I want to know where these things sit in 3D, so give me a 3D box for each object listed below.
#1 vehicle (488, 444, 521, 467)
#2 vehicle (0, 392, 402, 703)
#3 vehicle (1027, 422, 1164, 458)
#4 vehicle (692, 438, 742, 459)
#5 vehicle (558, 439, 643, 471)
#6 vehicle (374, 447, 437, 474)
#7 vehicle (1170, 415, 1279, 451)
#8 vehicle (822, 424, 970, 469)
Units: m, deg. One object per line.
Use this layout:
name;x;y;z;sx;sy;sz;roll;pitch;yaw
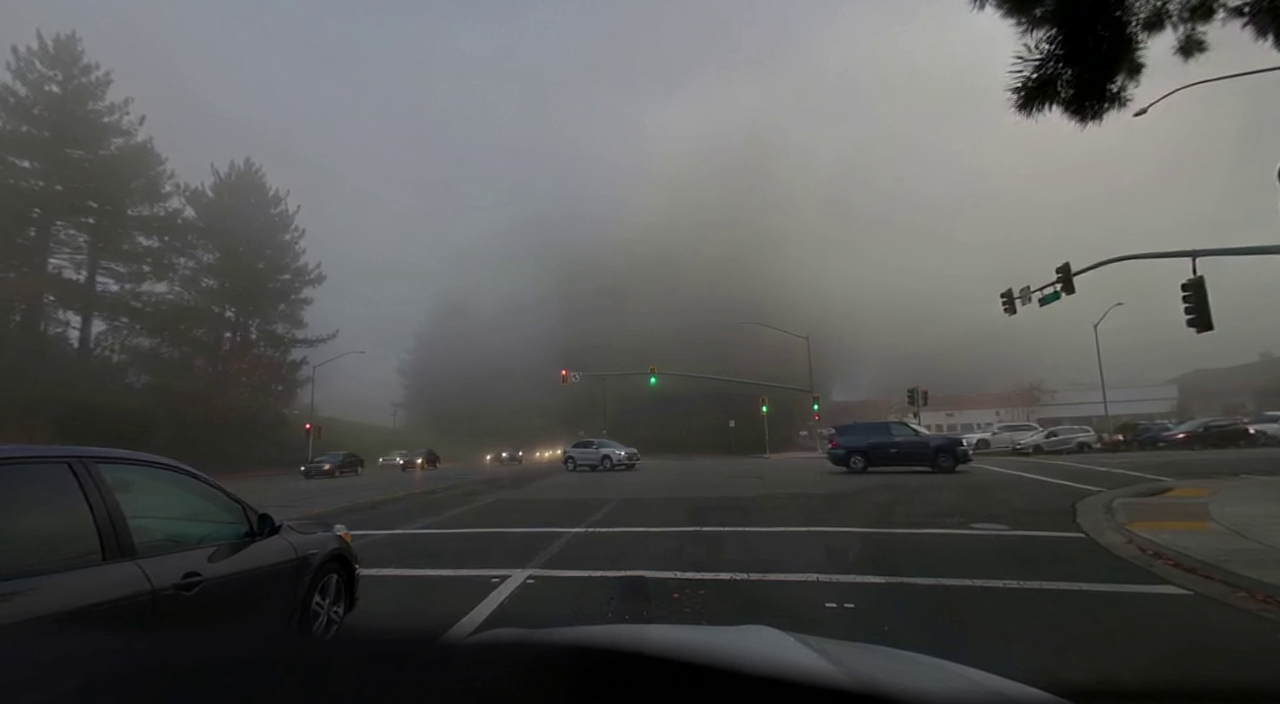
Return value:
vehicle;-9.088;6.955;42.525;1.841;1.450;4.364;1;-9;-8
vehicle;-2.952;0.986;2.713;1.924;1.482;4.734;0;-8;1
vehicle;19.946;3.866;27.737;4.552;1.492;2.002;0;-9;-4
vehicle;5.814;7.412;48.299;1.868;1.495;4.467;3;-9;-21
vehicle;-2.050;5.155;31.788;1.986;1.478;4.180;8;-12;-44
vehicle;-14.161;6.554;38.329;1.920;1.489;4.415;-1;-8;3
vehicle;26.858;3.657;28.403;4.240;1.540;1.944;0;-9;-4
vehicle;10.156;3.814;25.422;5.268;1.687;1.942;-3;-9;18
